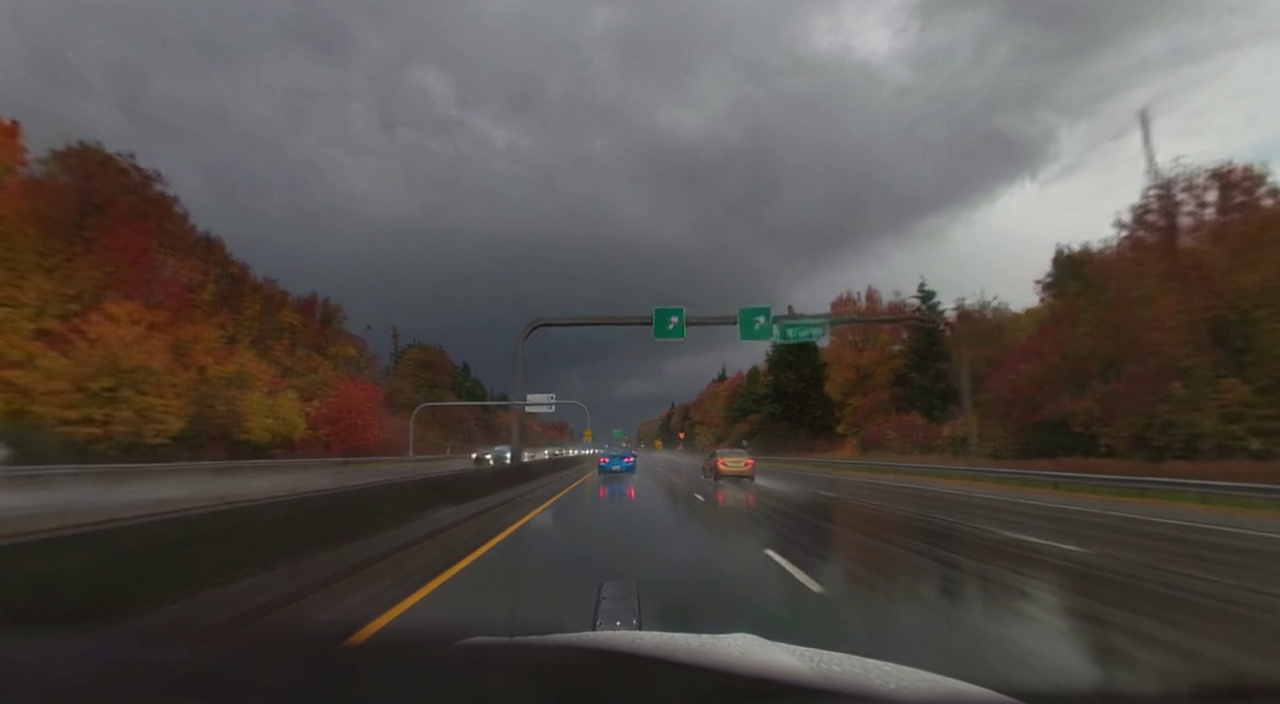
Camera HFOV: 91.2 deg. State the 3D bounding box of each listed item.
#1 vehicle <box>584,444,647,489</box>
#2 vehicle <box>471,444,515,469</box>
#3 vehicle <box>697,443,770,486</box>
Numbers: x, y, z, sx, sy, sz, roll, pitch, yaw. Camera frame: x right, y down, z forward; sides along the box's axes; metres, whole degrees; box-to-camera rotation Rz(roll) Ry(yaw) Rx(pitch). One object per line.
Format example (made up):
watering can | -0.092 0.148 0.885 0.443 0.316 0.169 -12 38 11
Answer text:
vehicle | -0.866 4.243 23.535 2.128 1.516 4.410 0 -9 -1
vehicle | -9.595 6.853 41.281 1.933 1.510 4.352 0 -9 -2
vehicle | 3.694 4.540 25.584 2.300 1.595 4.144 -1 -9 0
